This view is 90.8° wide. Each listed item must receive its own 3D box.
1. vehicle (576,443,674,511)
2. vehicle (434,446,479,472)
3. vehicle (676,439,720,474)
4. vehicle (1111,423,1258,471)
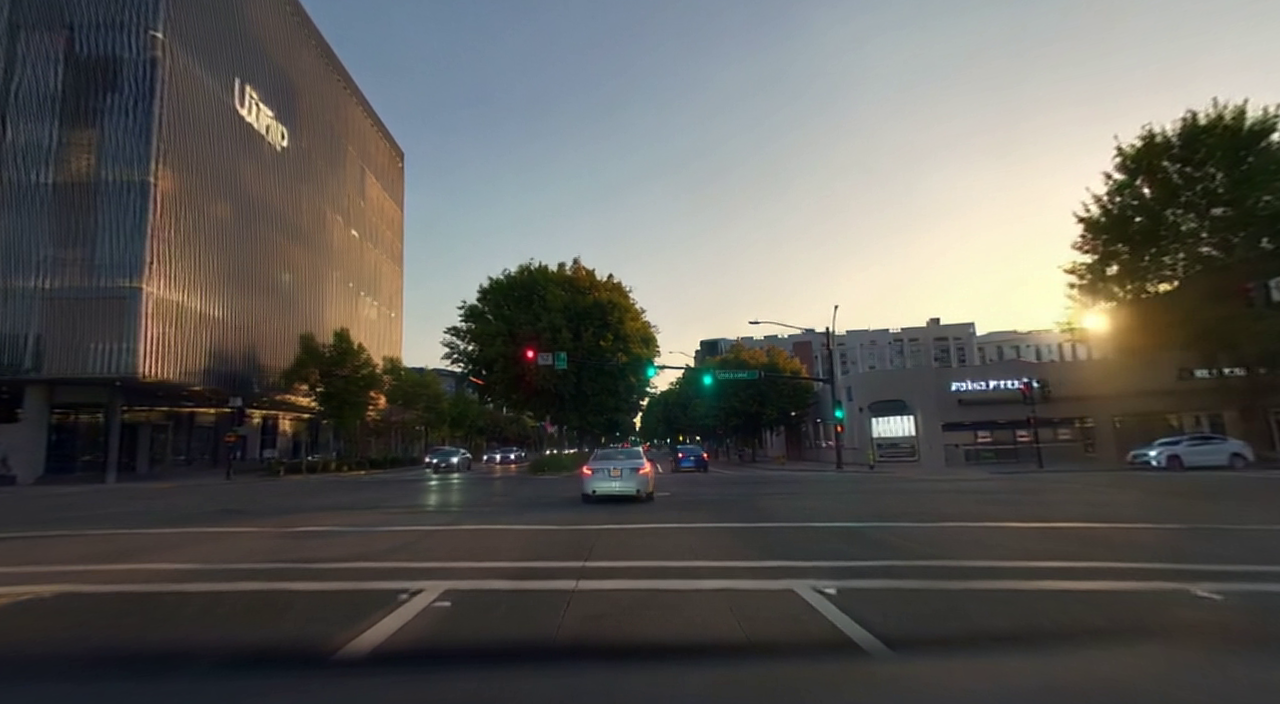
[{"bbox_3d":[-0.374,3.046,15.946,2.144,1.398,3.963,1,-8,-1],"label":"vehicle"},{"bbox_3d":[-12.684,7.402,43.992,2.000,1.507,4.286,-3,-8,-2],"label":"vehicle"},{"bbox_3d":[3.240,5.871,35.944,2.078,1.799,4.089,1,-8,-1],"label":"vehicle"},{"bbox_3d":[23.975,4.222,27.962,4.384,2.000,2.345,1,-9,-4],"label":"vehicle"}]
